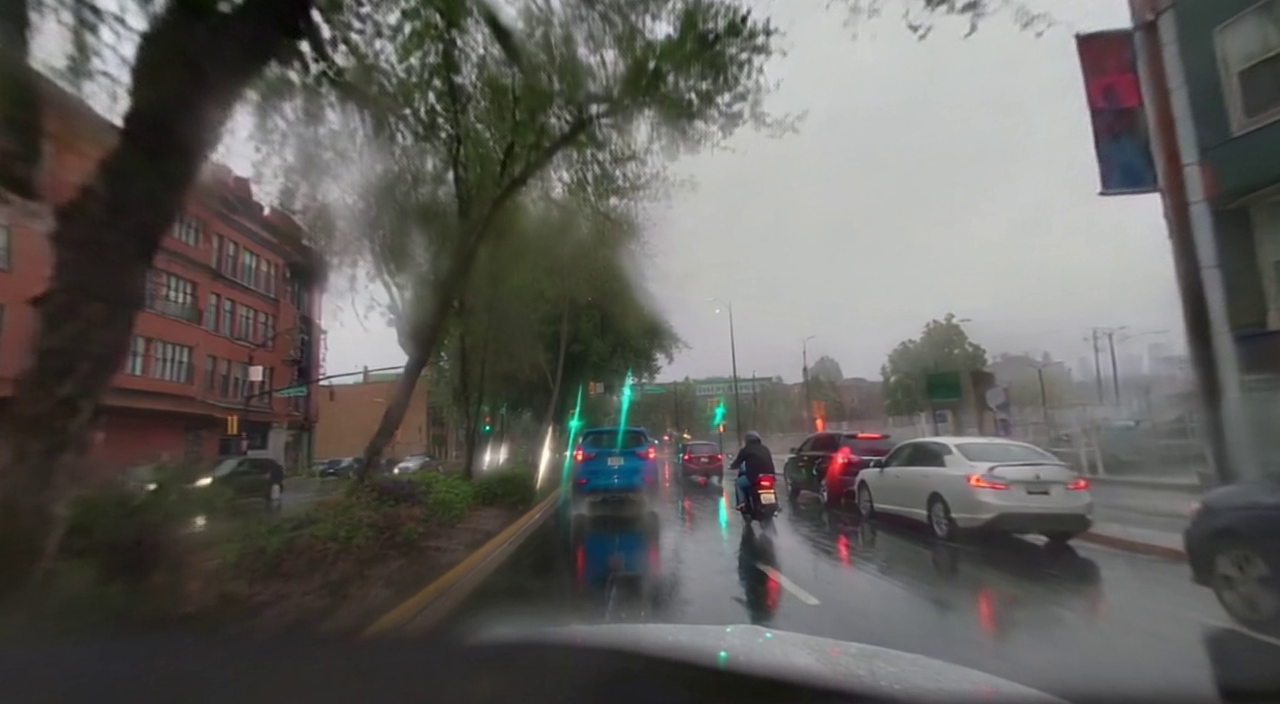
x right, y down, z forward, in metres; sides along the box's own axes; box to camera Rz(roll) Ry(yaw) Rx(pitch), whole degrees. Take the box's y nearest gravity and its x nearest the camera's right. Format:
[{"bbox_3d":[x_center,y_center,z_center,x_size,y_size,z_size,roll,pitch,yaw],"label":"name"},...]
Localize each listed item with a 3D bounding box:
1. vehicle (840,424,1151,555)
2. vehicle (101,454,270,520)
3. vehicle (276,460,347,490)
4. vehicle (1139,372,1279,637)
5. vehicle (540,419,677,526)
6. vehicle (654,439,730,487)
[{"bbox_3d":[4.954,1.970,9.808,2.012,1.532,4.565,0,-9,-3],"label":"vehicle"},{"bbox_3d":[-14.684,4.325,20.836,2.267,1.831,4.702,0,-9,-4],"label":"vehicle"},{"bbox_3d":[-19.294,7.225,37.292,2.038,1.607,4.348,1,-9,-3],"label":"vehicle"},{"bbox_3d":[5.300,0.840,3.110,2.094,1.719,4.150,0,-9,-3],"label":"vehicle"},{"bbox_3d":[-0.590,2.307,12.599,2.265,1.748,4.130,0,-9,-2],"label":"vehicle"},{"bbox_3d":[1.697,3.845,22.227,2.101,1.507,4.355,0,-9,-3],"label":"vehicle"}]
